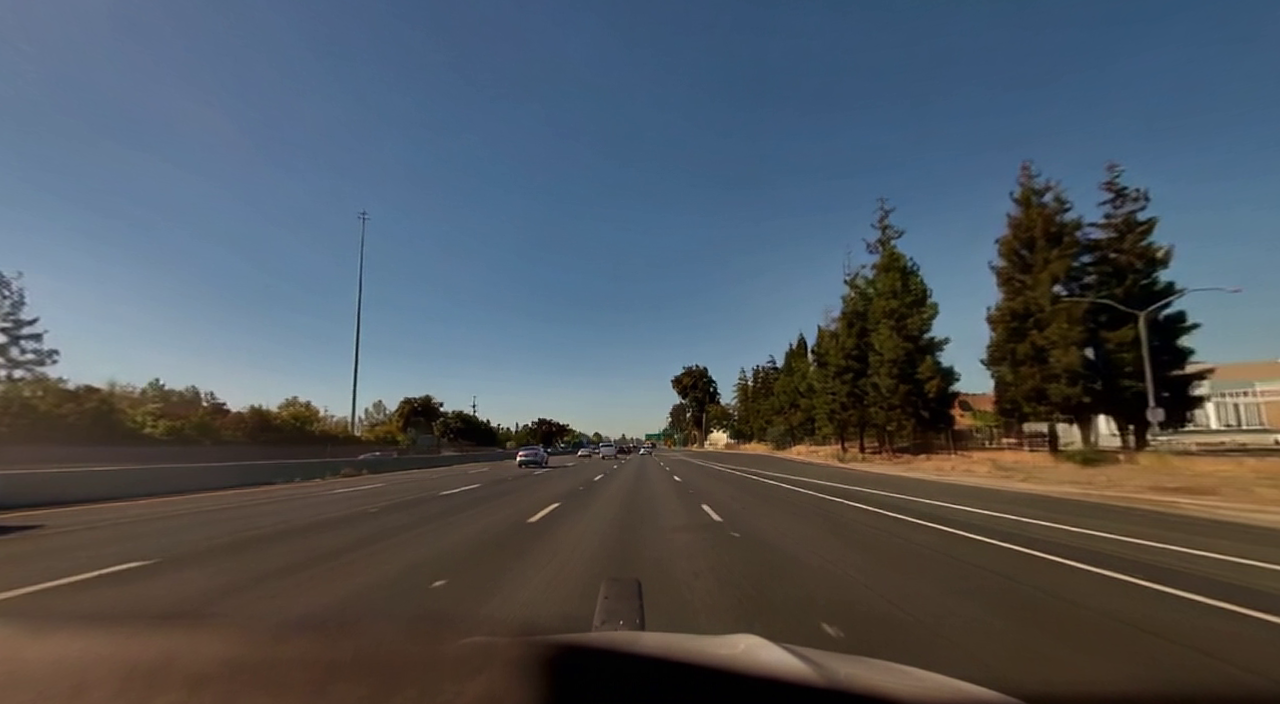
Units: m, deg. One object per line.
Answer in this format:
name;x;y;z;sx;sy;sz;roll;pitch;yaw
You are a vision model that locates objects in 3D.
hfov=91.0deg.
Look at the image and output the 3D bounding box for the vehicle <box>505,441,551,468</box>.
vehicle;-6.758;6.226;38.327;1.985;1.513;4.172;0;-8;1
